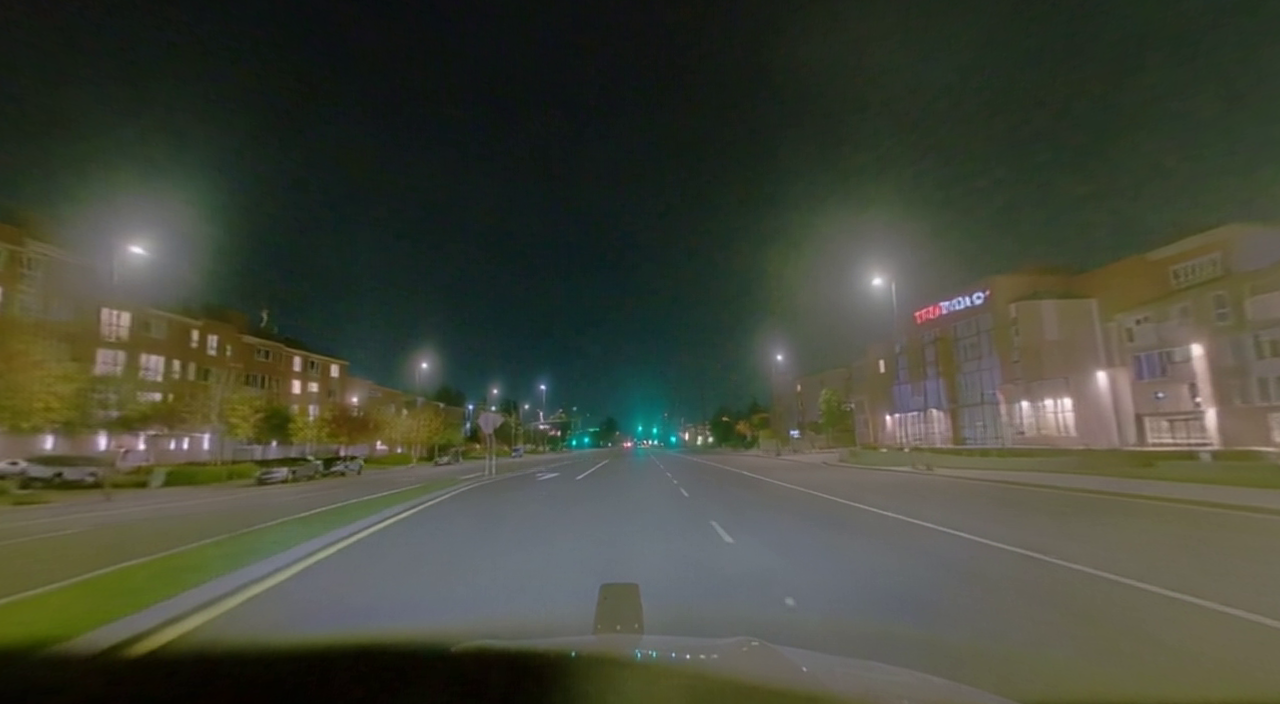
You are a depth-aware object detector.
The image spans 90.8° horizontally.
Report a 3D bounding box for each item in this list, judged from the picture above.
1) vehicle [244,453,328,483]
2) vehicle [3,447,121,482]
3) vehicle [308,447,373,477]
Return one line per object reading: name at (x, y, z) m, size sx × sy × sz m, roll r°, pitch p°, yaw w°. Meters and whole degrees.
vehicle at (-19.139, 6.268, 34.432) m, size 1.925 × 1.485 × 4.821 m, roll 0°, pitch -8°, yaw -1°
vehicle at (-28.523, 5.552, 31.392) m, size 2.008 × 1.594 × 4.100 m, roll 0°, pitch -8°, yaw -2°
vehicle at (-19.239, 7.052, 40.775) m, size 1.976 × 1.766 × 4.677 m, roll 0°, pitch -9°, yaw -1°
